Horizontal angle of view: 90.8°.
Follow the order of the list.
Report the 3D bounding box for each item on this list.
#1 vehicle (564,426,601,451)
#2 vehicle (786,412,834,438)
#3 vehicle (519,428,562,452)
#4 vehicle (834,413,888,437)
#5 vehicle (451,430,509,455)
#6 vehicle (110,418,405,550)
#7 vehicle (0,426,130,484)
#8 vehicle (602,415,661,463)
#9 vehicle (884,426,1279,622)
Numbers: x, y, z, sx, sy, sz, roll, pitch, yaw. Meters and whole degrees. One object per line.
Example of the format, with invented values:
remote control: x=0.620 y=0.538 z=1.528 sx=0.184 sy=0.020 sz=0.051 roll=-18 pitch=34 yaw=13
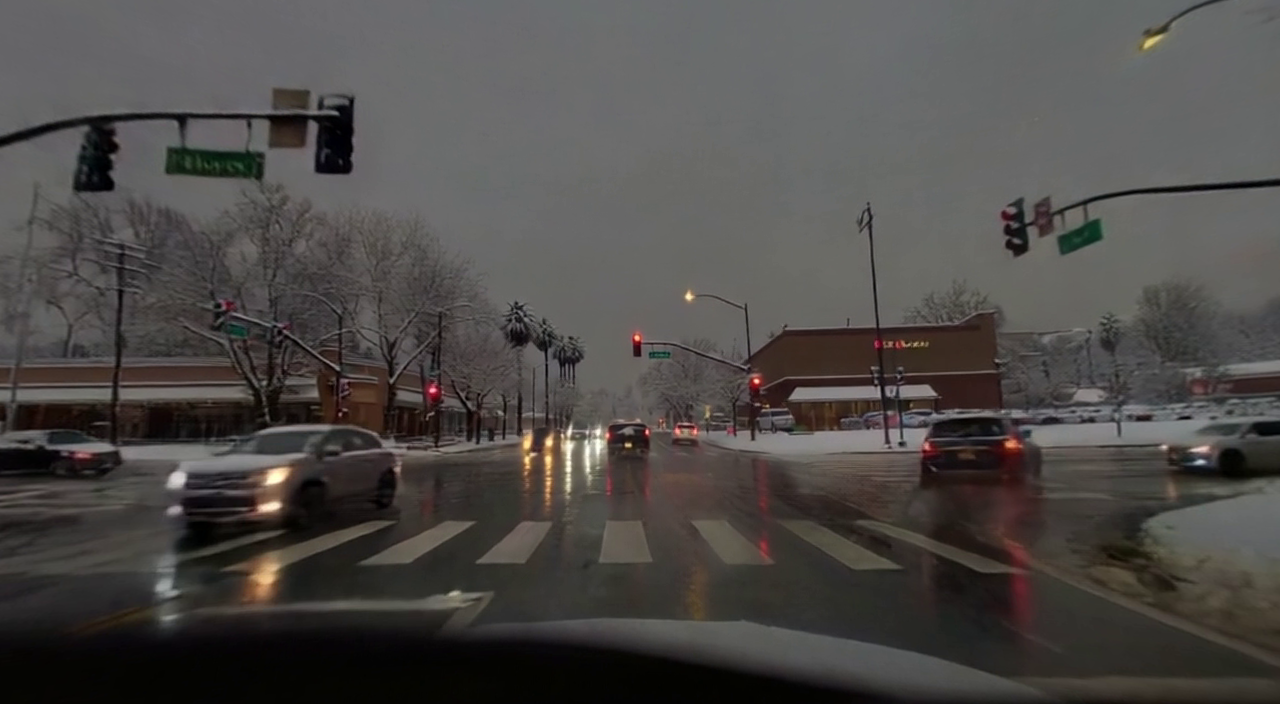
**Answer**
vehicle: x=-3.592 y=5.544 z=40.189 sx=1.921 sy=1.491 sz=4.332 roll=0 pitch=-8 yaw=1
vehicle: x=11.419 y=5.001 z=42.718 sx=1.899 sy=1.550 sz=4.531 roll=-1 pitch=-9 yaw=-1
vehicle: x=-6.561 y=5.883 z=42.235 sx=2.032 sy=1.508 sz=4.661 roll=0 pitch=-8 yaw=1
vehicle: x=14.134 y=4.732 z=40.645 sx=1.797 sy=1.443 sz=4.451 roll=-1 pitch=-7 yaw=-1
vehicle: x=-9.933 y=5.710 z=39.686 sx=2.002 sy=1.470 sz=4.388 roll=-1 pitch=-9 yaw=8
vehicle: x=-5.777 y=2.033 z=10.441 sx=2.040 sy=1.670 sz=4.508 roll=0 pitch=-8 yaw=0
vehicle: x=-20.881 y=3.462 z=21.308 sx=5.674 sy=1.804 sz=2.190 roll=-1 pitch=-8 yaw=5
vehicle: x=-0.369 y=3.668 z=26.473 sx=2.264 sy=1.798 sz=4.531 roll=0 pitch=-8 yaw=-1
vehicle: x=4.559 y=1.635 z=7.114 sx=1.963 sy=1.449 sz=4.653 roll=-1 pitch=-8 yaw=3
